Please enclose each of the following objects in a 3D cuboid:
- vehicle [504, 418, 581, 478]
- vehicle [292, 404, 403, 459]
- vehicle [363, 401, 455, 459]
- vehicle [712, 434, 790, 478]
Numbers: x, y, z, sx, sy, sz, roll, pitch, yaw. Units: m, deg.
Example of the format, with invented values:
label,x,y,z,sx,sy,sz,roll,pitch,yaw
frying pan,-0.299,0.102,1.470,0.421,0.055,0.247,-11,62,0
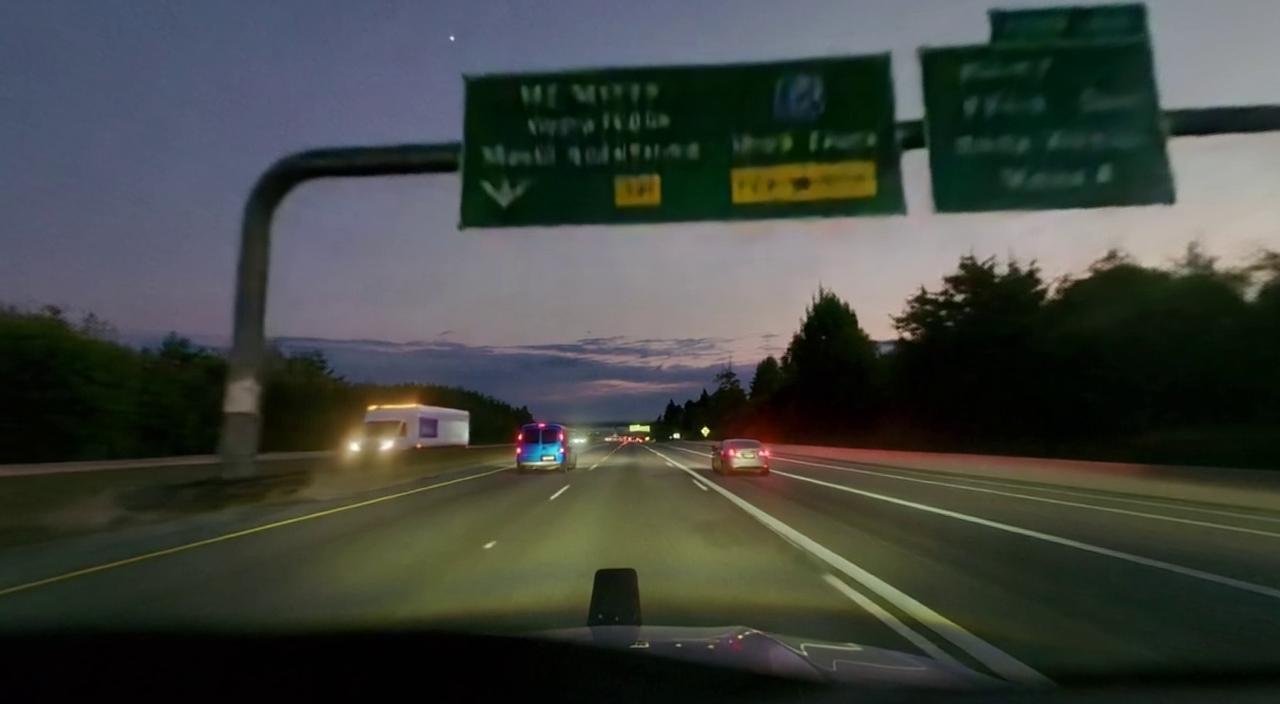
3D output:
label,x,y,z,sx,sy,sz,roll,pitch,yaw
vehicle,-3.588,3.640,24.231,2.275,2.053,5.082,0,-8,-1
vehicle,-20.900,5.851,46.117,2.990,3.561,10.471,0,-8,1
vehicle,-16.659,5.814,46.615,2.954,3.813,10.753,0,-8,-1
vehicle,3.914,3.738,22.980,2.020,1.464,3.803,0,-8,-2
